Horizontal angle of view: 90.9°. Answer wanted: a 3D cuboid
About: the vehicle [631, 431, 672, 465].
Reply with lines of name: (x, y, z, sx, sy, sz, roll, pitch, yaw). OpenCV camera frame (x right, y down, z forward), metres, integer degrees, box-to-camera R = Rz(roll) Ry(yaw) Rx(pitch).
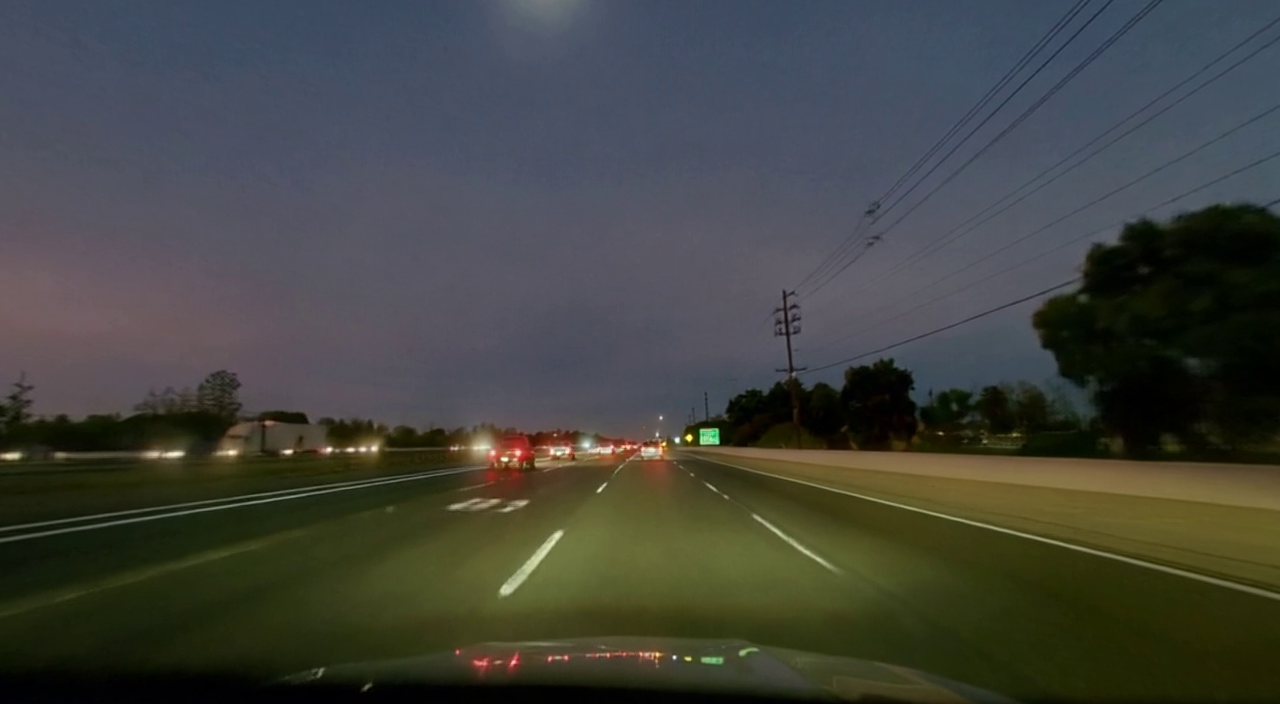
vehicle: (0.692, 6.141, 40.352, 2.448, 2.025, 5.193, 0, -8, 0)

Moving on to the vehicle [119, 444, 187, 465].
vehicle: (-35.617, 7.479, 46.278, 1.728, 1.444, 3.997, 0, -8, 1)

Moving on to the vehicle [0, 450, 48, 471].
vehicle: (-46.277, 7.903, 46.005, 1.755, 1.457, 4.514, 0, -8, 1)

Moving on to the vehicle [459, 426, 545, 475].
vehicle: (-6.175, 4.531, 29.211, 2.460, 1.992, 6.474, 0, -8, 1)
